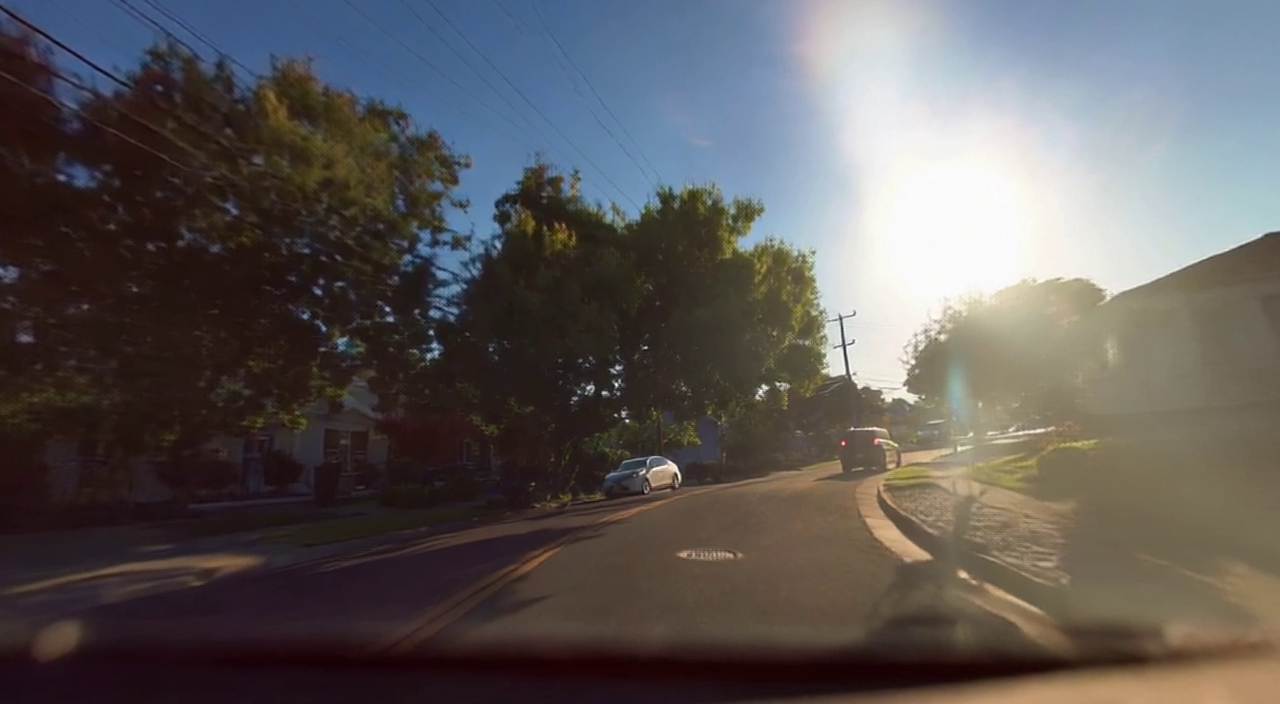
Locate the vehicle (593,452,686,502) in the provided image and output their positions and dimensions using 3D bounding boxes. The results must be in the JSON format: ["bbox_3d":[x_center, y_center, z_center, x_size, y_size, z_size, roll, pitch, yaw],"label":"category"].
[{"bbox_3d":[0.078,5.386,27.801,2.039,1.949,4.511,-5,-10,30],"label":"vehicle"}]

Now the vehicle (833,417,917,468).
[{"bbox_3d":[10.290,3.947,27.473,2.086,1.974,4.890,-6,-10,35],"label":"vehicle"}]
